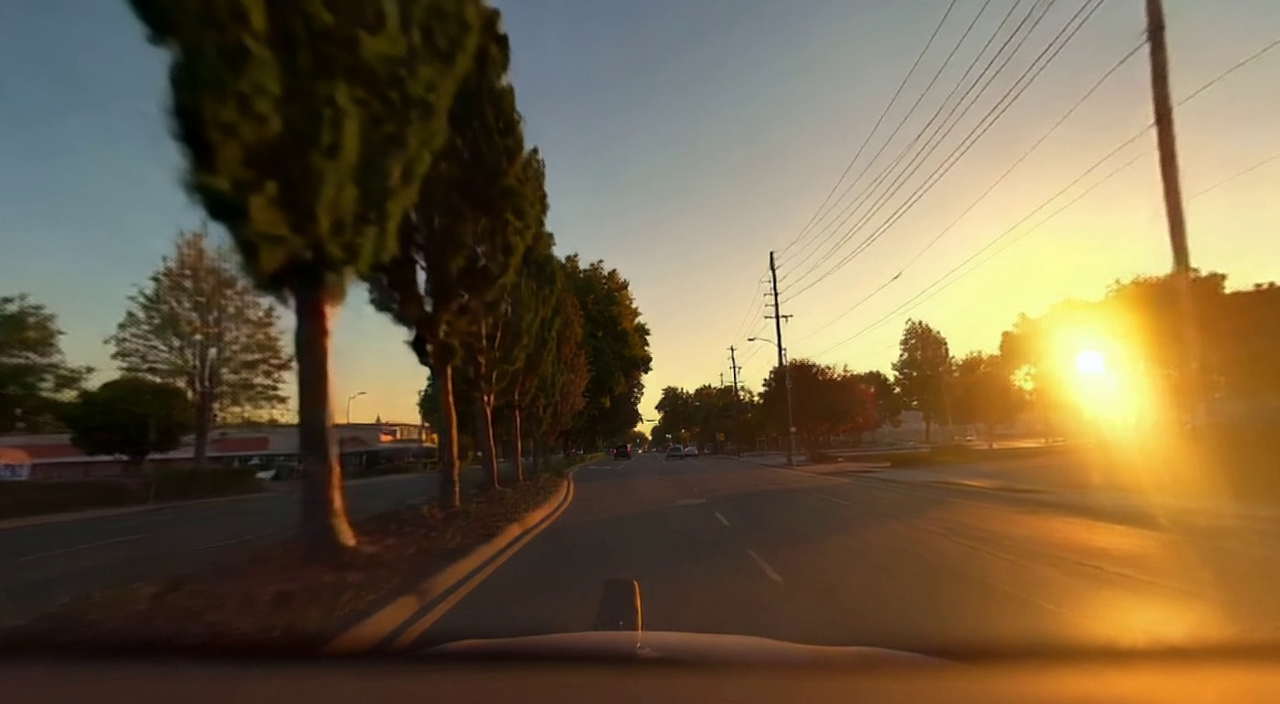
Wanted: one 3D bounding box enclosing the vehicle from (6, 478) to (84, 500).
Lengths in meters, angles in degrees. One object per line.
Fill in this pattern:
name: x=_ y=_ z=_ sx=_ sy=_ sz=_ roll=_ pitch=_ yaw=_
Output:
vehicle: x=-46.819 y=10.769 z=49.849 sx=1.738 sy=1.424 sz=4.544 roll=0 pitch=-9 yaw=-1
